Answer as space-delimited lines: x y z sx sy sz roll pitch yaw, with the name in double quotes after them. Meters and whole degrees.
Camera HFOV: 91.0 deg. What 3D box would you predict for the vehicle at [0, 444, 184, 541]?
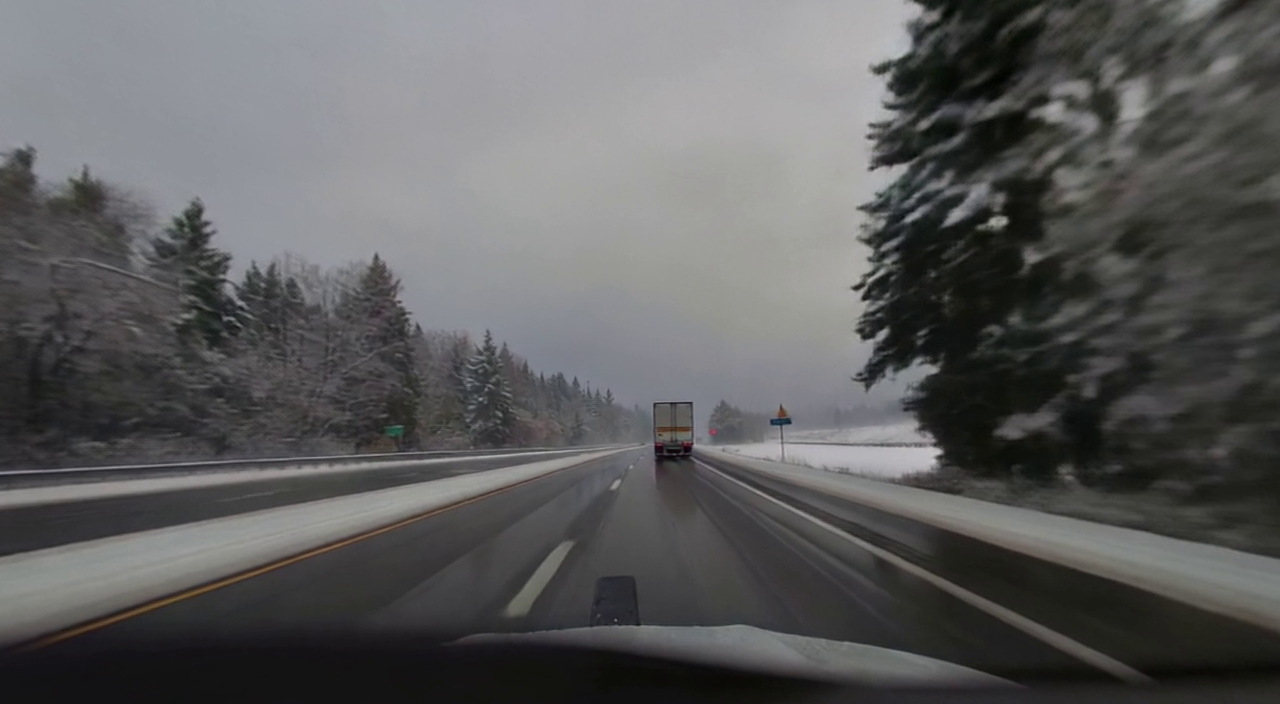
-10.538 2.357 11.107 1.860 1.421 4.177 -1 -8 0 "vehicle"
